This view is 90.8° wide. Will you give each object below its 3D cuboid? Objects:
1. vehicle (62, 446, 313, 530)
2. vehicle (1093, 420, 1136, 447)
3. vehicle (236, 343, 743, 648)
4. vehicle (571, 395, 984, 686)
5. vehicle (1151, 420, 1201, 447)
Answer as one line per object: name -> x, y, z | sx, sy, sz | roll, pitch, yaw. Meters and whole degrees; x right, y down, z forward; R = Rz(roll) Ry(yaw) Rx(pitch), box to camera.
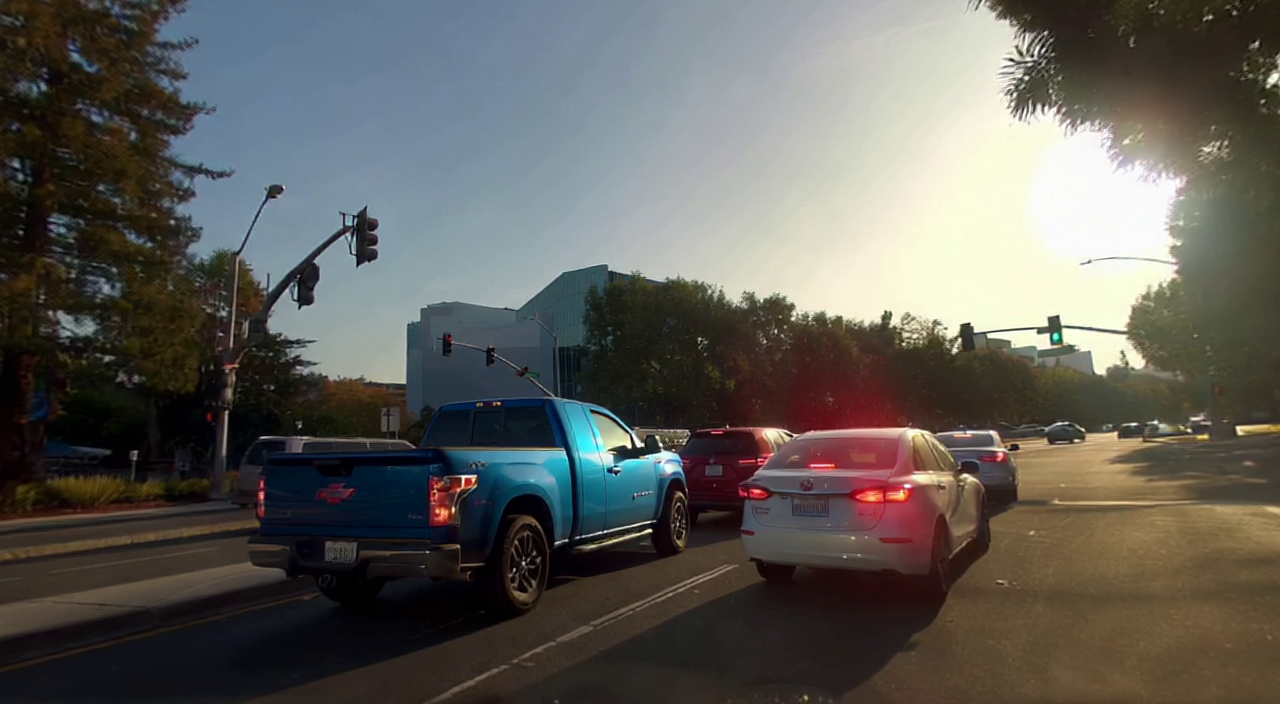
vehicle -> -11.171, 3.269, 15.987 | 1.936, 1.756, 4.649 | -6, -10, 34
vehicle -> 32.795, 5.674, 43.730 | 2.160, 1.790, 4.303 | -6, -10, 35
vehicle -> -0.876, 1.411, 7.479 | 2.272, 2.016, 6.146 | -4, -9, 27
vehicle -> 1.721, 1.383, 5.989 | 2.027, 1.549, 4.801 | -6, -10, 35
vehicle -> 35.764, 5.478, 42.200 | 2.183, 1.714, 4.491 | -7, -11, 37
